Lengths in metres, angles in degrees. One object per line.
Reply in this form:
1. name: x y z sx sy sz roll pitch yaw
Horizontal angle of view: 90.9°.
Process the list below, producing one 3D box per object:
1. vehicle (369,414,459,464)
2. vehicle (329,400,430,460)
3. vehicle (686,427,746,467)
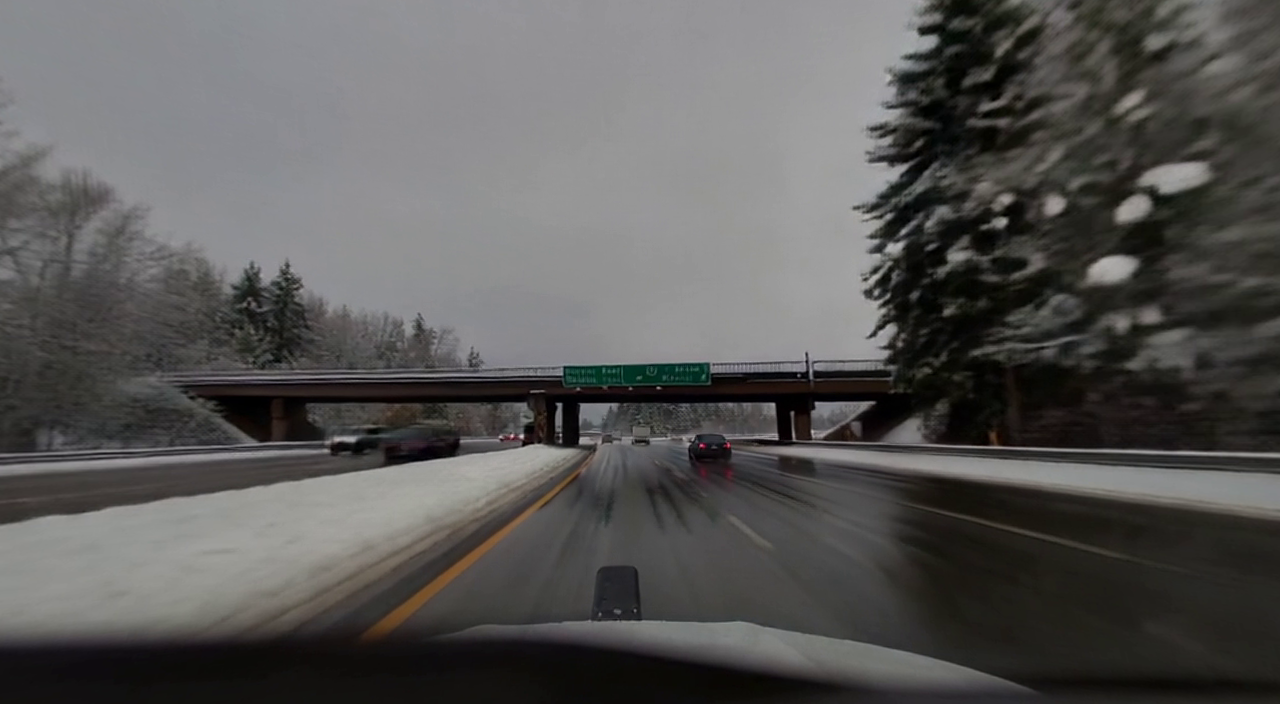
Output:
1. vehicle: -9.412 3.691 26.790 2.163 1.902 4.715 0 -8 -1
2. vehicle: -13.896 4.270 34.416 2.596 2.931 7.236 0 -8 -2
3. vehicle: 3.230 4.094 27.385 1.938 1.578 3.764 0 -8 -3
